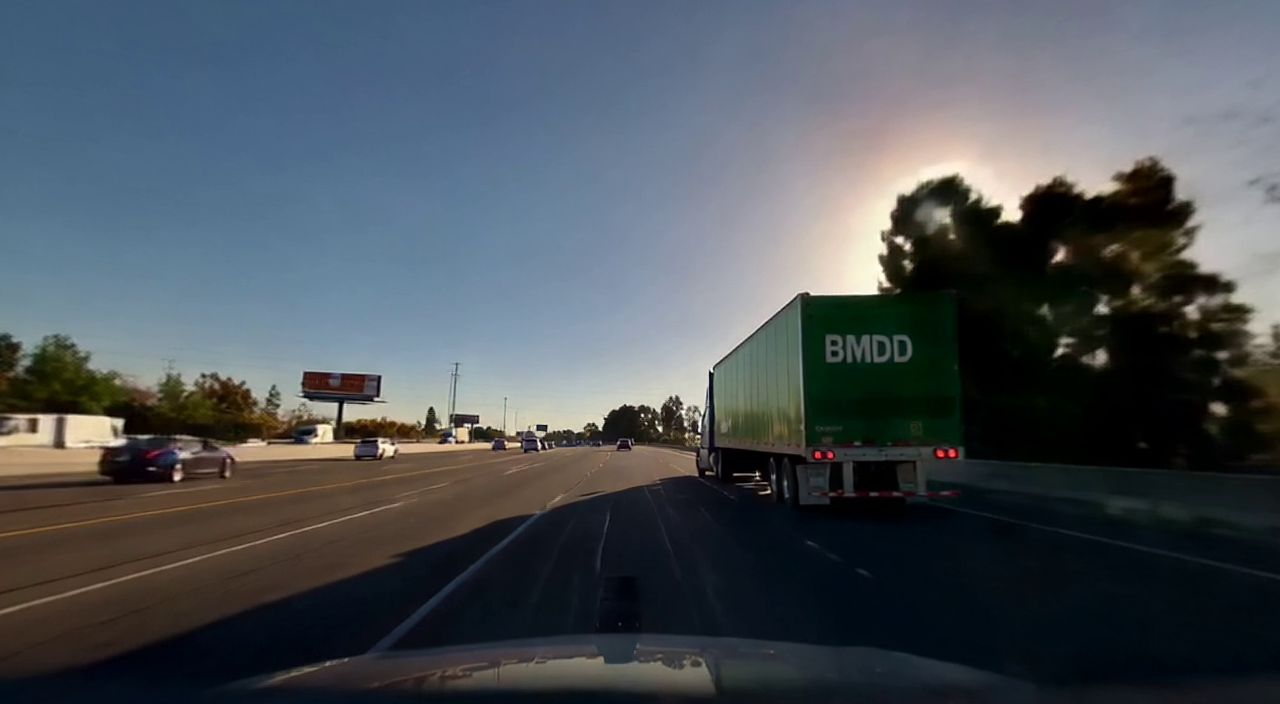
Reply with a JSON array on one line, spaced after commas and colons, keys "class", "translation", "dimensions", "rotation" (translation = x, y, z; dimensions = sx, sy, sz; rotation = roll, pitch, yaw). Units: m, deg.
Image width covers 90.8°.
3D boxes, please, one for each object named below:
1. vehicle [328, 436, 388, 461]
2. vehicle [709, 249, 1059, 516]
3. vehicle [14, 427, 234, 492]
[{"class": "vehicle", "translation": [-18.473, 6.362, 41.580], "dimensions": [1.913, 1.540, 4.540], "rotation": [0, -8, -1]}, {"class": "vehicle", "translation": [4.361, 1.486, 16.777], "dimensions": [2.891, 3.944, 15.051], "rotation": [0, -8, -2]}, {"class": "vehicle", "translation": [-14.731, 3.111, 18.610], "dimensions": [1.970, 1.618, 5.364], "rotation": [0, -8, 0]}]
